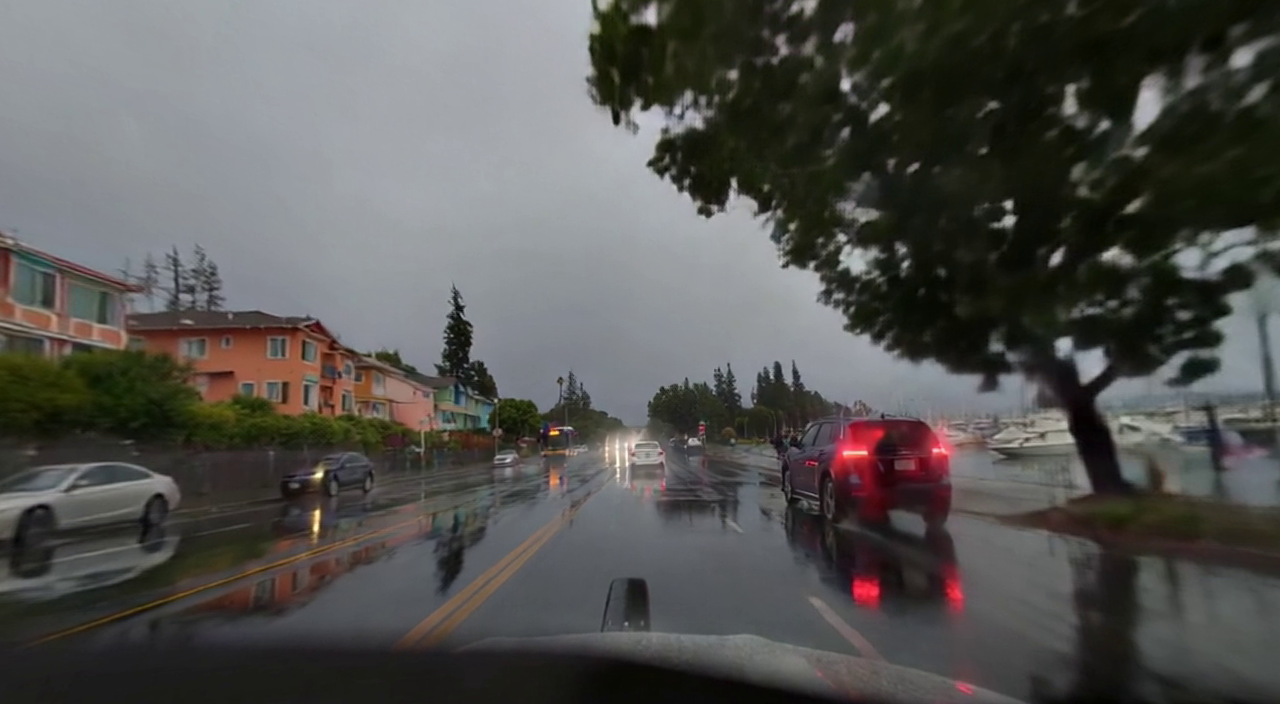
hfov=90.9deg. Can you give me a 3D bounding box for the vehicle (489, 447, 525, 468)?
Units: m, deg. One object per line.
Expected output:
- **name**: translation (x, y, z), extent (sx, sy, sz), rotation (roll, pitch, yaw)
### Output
- **vehicle**: translation (-10.108, 8.039, 48.072), extent (1.731, 1.489, 3.841), rotation (-1, -9, 3)

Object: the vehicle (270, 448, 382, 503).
- **vehicle**: translation (-10.318, 4.037, 21.077), extent (1.701, 1.528, 3.881), rotation (-1, -8, 1)

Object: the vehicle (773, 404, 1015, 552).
- **vehicle**: translation (3.606, 1.886, 10.048), extent (2.000, 1.809, 4.405), rotation (0, -8, 0)

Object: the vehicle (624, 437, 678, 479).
- **vehicle**: translation (0.427, 4.497, 26.960), extent (2.132, 1.632, 3.838), rotation (0, -8, 0)

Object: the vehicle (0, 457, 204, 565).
- **vehicle**: translation (-10.393, 2.763, 11.533), extent (2.025, 1.465, 3.959), rotation (-2, -8, -1)
